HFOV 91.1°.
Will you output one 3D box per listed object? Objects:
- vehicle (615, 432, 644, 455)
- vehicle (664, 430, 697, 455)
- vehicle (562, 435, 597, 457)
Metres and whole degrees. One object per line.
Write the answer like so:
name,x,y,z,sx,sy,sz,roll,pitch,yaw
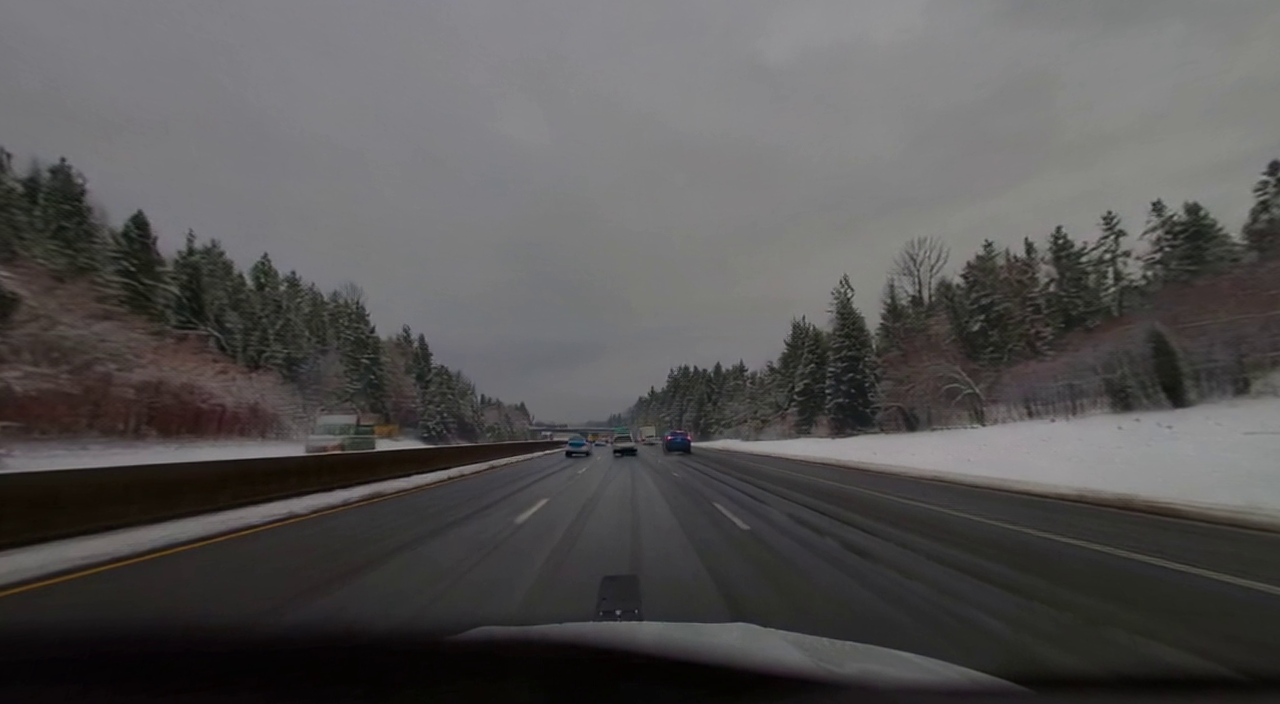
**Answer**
vehicle,-0.803,7.184,49.275,2.157,1.688,4.480,0,-8,0
vehicle,3.066,6.923,48.228,2.055,1.786,4.157,0,-8,-2
vehicle,-4.267,6.668,44.773,2.103,1.507,4.367,0,-8,0
